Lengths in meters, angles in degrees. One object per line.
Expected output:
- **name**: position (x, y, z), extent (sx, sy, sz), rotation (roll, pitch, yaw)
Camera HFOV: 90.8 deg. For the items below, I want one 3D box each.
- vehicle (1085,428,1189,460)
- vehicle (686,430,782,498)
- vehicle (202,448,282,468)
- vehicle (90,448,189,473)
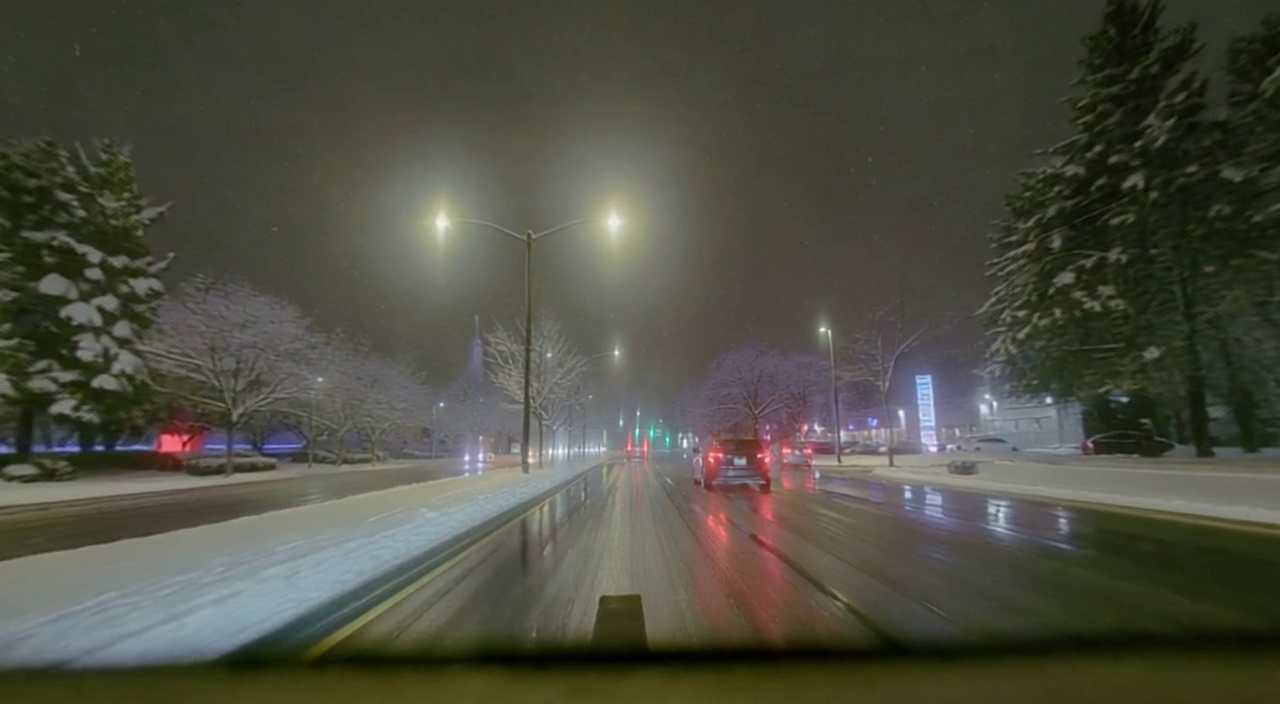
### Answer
- **vehicle**: position (32.122, 5.971, 40.943), extent (4.867, 1.962, 2.172), rotation (0, -8, 1)
- **vehicle**: position (2.507, 3.119, 18.012), extent (1.963, 1.677, 4.229), rotation (0, -8, -2)
- **vehicle**: position (-30.034, 7.998, 47.766), extent (4.671, 1.472, 2.076), rotation (0, -8, 2)
- **vehicle**: position (-29.531, 6.390, 37.330), extent (4.215, 1.415, 1.843), rotation (0, -8, -1)
